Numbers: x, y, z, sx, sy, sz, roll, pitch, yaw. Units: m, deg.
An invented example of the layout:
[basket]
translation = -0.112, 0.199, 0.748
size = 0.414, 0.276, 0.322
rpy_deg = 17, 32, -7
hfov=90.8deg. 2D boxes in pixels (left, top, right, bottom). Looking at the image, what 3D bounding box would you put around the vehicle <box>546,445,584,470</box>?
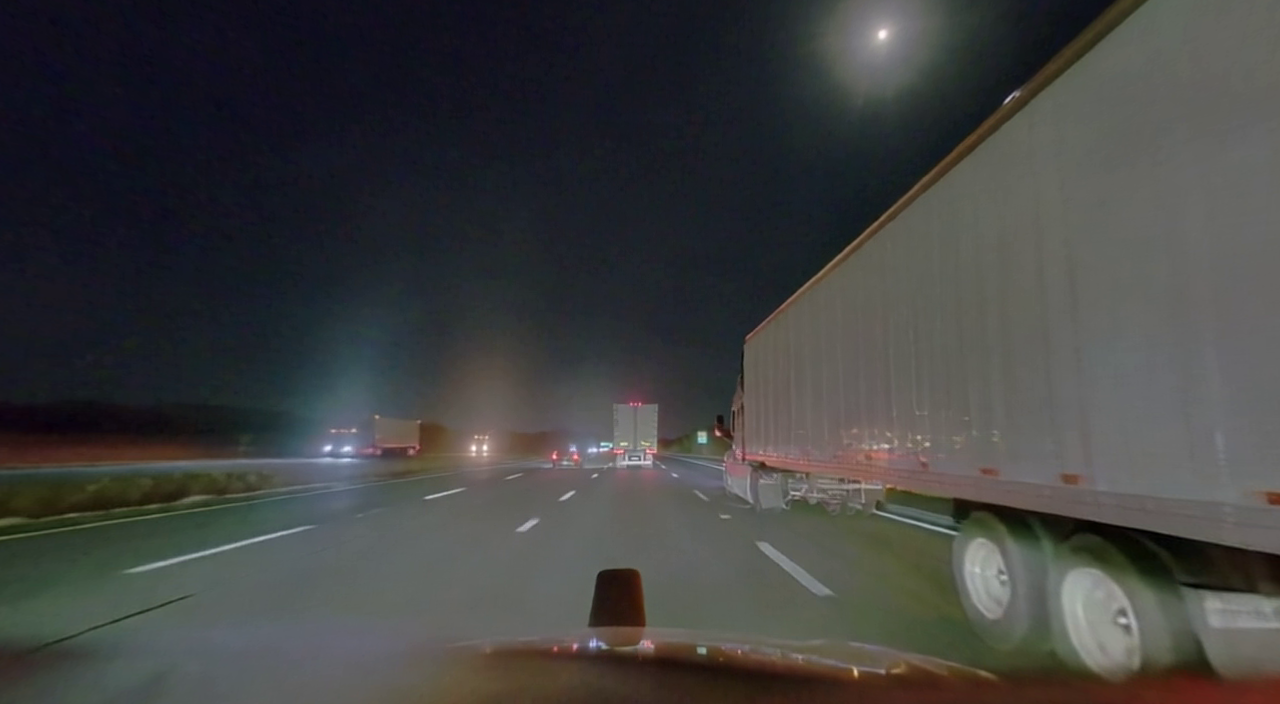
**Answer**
[vehicle]
translation = -4.709, 6.695, 40.336
size = 1.892, 1.471, 5.047
rpy_deg = 0, -9, -1
